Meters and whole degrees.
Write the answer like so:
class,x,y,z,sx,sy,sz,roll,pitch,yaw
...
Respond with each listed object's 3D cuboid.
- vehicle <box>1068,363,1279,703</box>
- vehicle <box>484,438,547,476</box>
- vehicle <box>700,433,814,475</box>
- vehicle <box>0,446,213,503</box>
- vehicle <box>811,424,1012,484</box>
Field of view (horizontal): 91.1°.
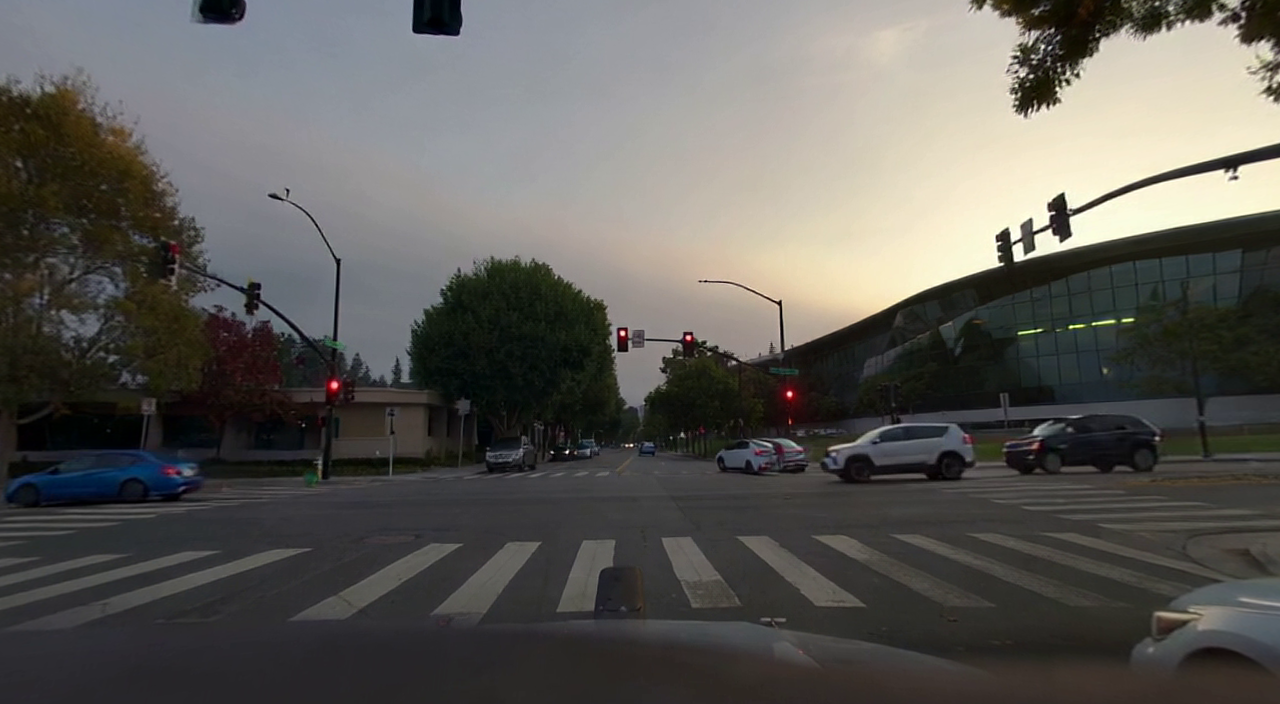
class,x,y,z,sx,sy,sz,roll,pitch,yaw
vehicle,2.884,0.673,0.833,1.947,1.576,3.825,0,-8,1
vehicle,-5.941,5.065,30.542,2.115,1.690,4.322,0,-8,1
vehicle,4.928,4.338,27.028,2.053,1.625,4.551,6,-11,-38
vehicle,-14.817,3.330,17.332,4.613,1.443,1.883,0,-8,-1
vehicle,7.083,2.708,16.759,4.464,1.472,1.867,0,-8,0
